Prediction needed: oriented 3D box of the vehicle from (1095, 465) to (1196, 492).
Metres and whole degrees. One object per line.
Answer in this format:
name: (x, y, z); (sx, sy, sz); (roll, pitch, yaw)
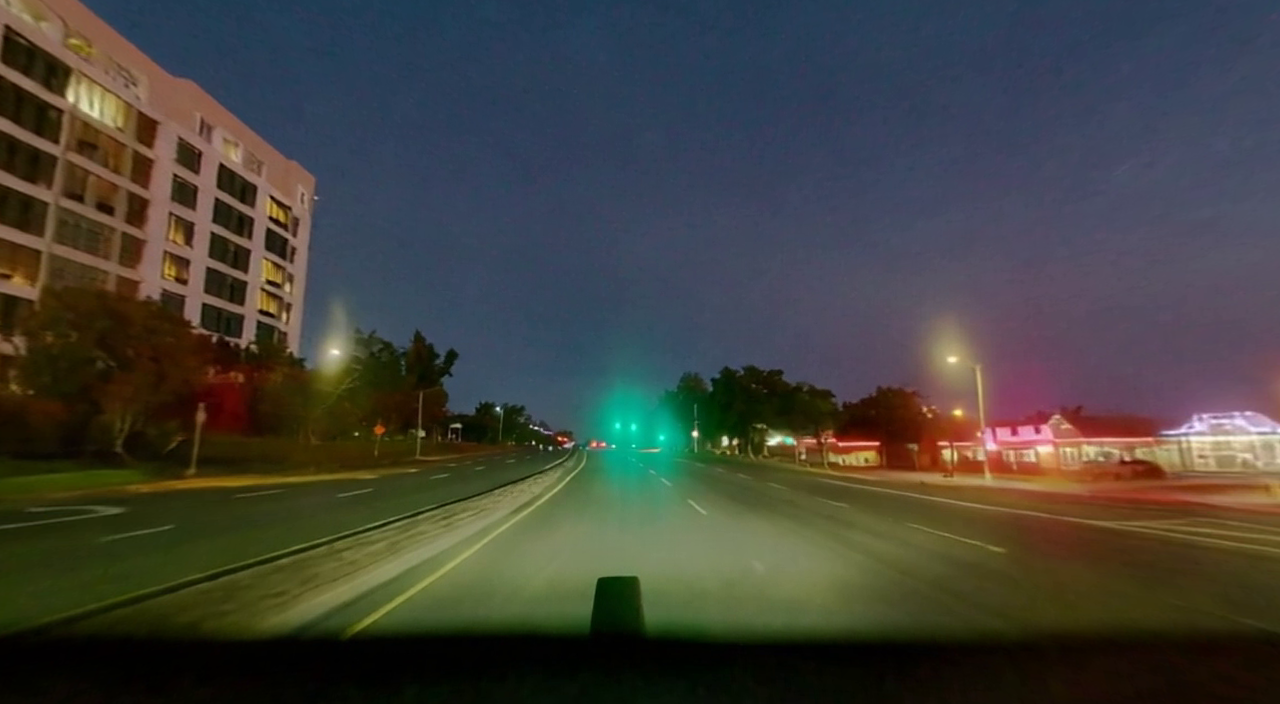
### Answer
vehicle: (30.243, 7.588, 37.908); (4.349, 1.499, 1.867); (0, -9, 1)
